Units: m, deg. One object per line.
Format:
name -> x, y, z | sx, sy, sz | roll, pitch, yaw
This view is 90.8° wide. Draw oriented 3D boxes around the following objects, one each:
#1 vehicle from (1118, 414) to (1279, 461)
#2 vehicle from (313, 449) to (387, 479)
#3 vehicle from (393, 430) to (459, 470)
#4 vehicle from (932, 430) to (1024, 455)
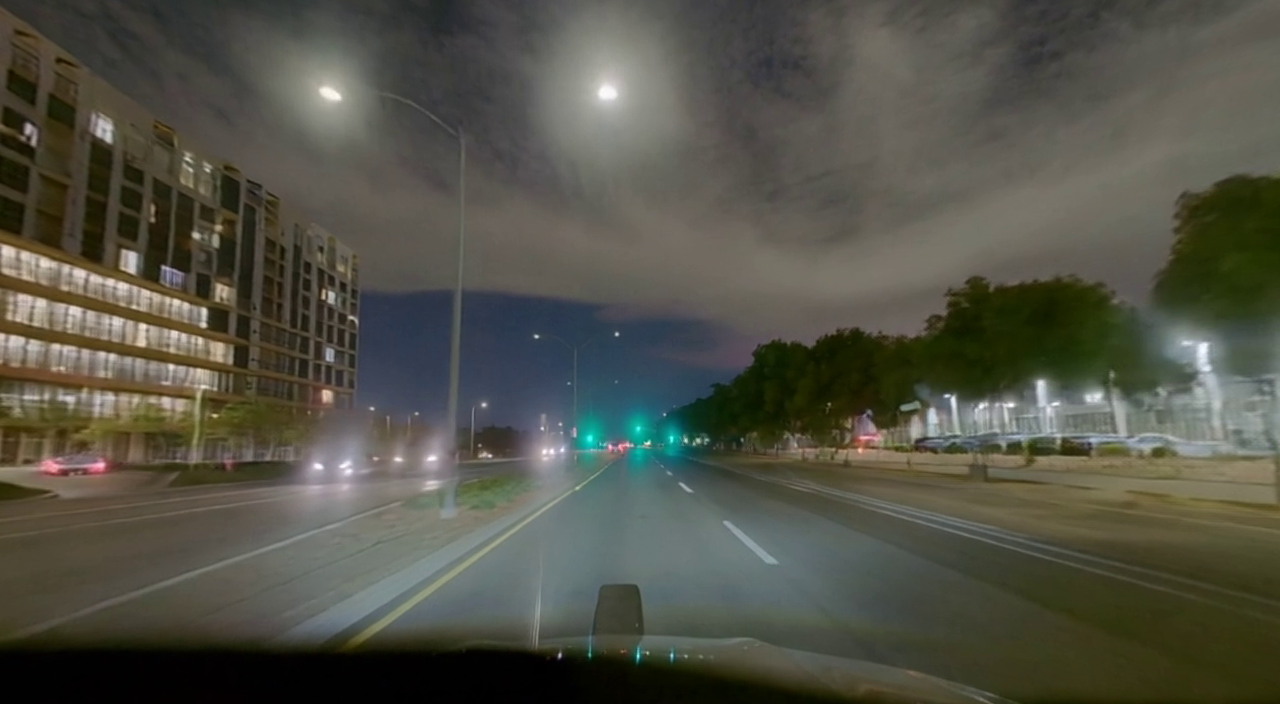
vehicle -> 22.553, 3.422, 25.208 | 5.320, 1.722, 2.651 | 2, -9, -14
vehicle -> -16.067, 6.188, 35.301 | 1.966, 1.523, 4.555 | 0, -9, 0
vehicle -> -15.997, 7.376, 47.710 | 2.725, 2.768, 6.120 | -1, -9, 1
vehicle -> 21.854, 5.886, 41.022 | 4.739, 1.569, 2.097 | -1, -9, 3
